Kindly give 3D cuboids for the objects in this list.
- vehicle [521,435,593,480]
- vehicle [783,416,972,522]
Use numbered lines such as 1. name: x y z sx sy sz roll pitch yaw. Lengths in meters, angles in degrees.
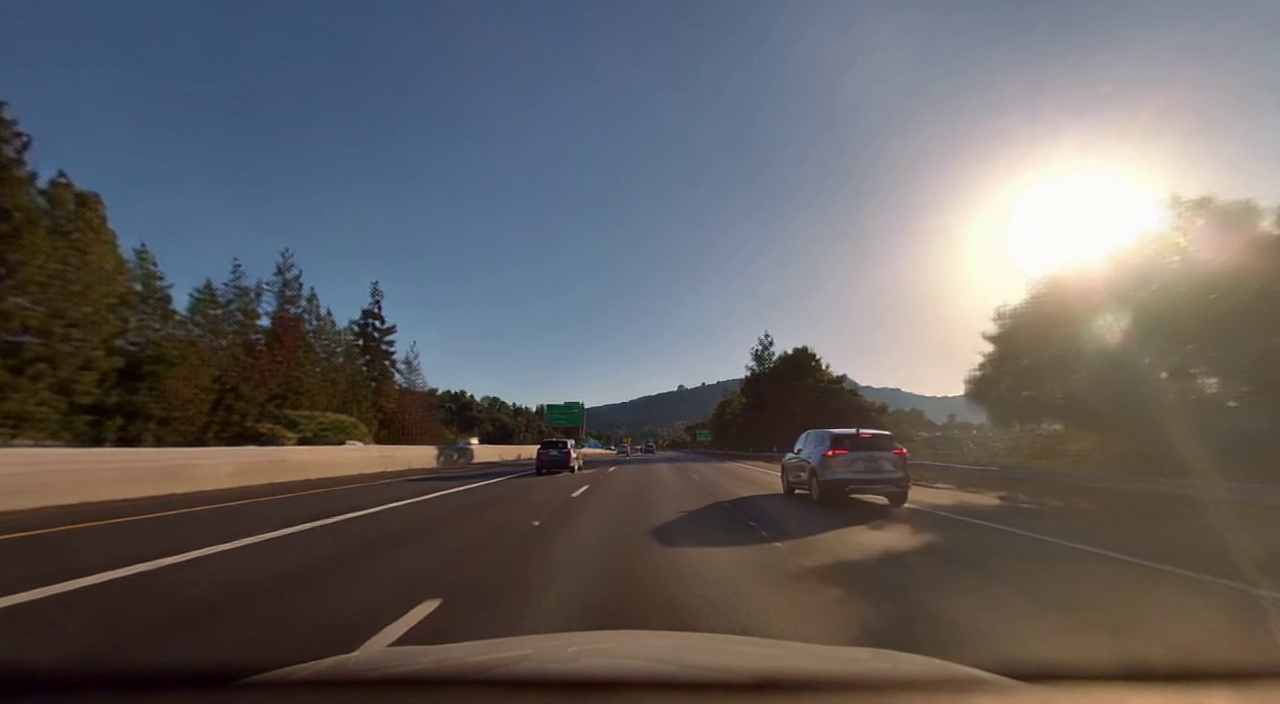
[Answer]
1. vehicle: -3.159 4.130 24.825 2.166 1.608 4.297 0 -8 2
2. vehicle: 4.562 2.323 12.993 2.149 1.796 4.487 0 -8 0
